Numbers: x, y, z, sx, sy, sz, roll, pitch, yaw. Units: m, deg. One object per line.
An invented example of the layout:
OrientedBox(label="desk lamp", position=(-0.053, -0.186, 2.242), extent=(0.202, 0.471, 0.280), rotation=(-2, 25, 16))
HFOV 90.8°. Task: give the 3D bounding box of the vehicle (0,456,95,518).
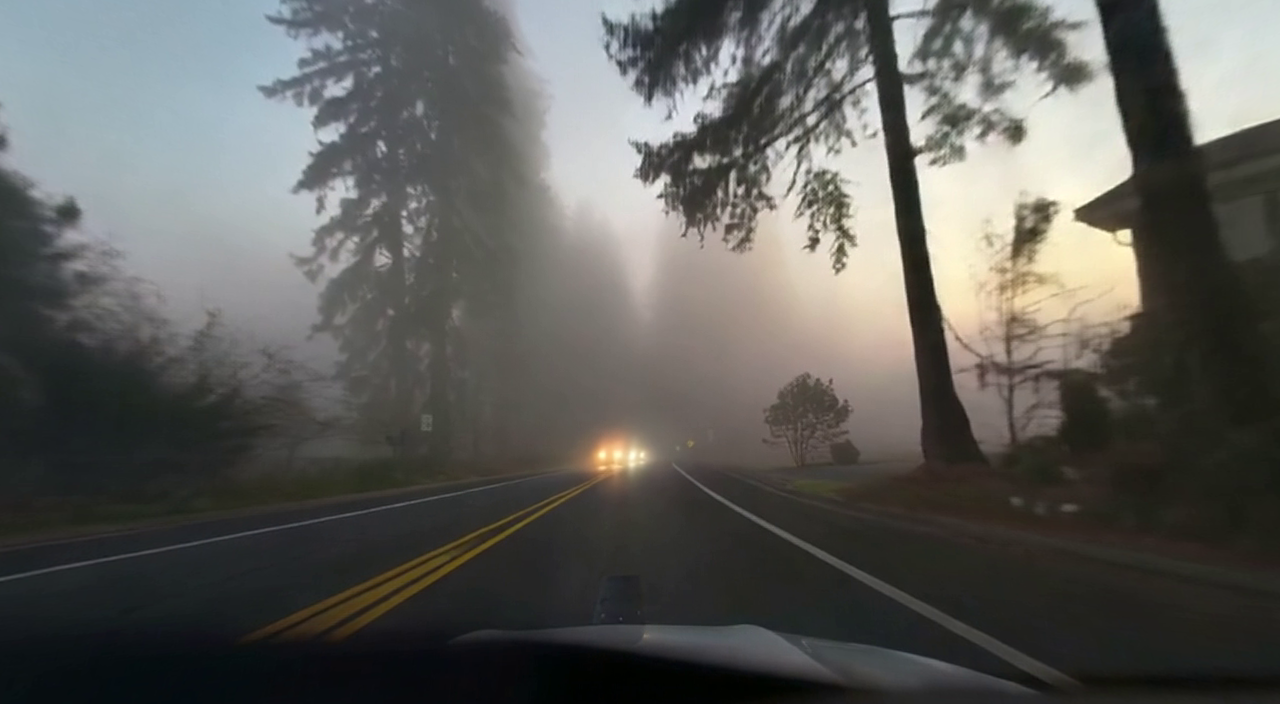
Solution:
OrientedBox(label="vehicle", position=(-40.905, 9.049, 42.148), extent=(2.713, 3.659, 9.203), rotation=(-2, -11, -13))
